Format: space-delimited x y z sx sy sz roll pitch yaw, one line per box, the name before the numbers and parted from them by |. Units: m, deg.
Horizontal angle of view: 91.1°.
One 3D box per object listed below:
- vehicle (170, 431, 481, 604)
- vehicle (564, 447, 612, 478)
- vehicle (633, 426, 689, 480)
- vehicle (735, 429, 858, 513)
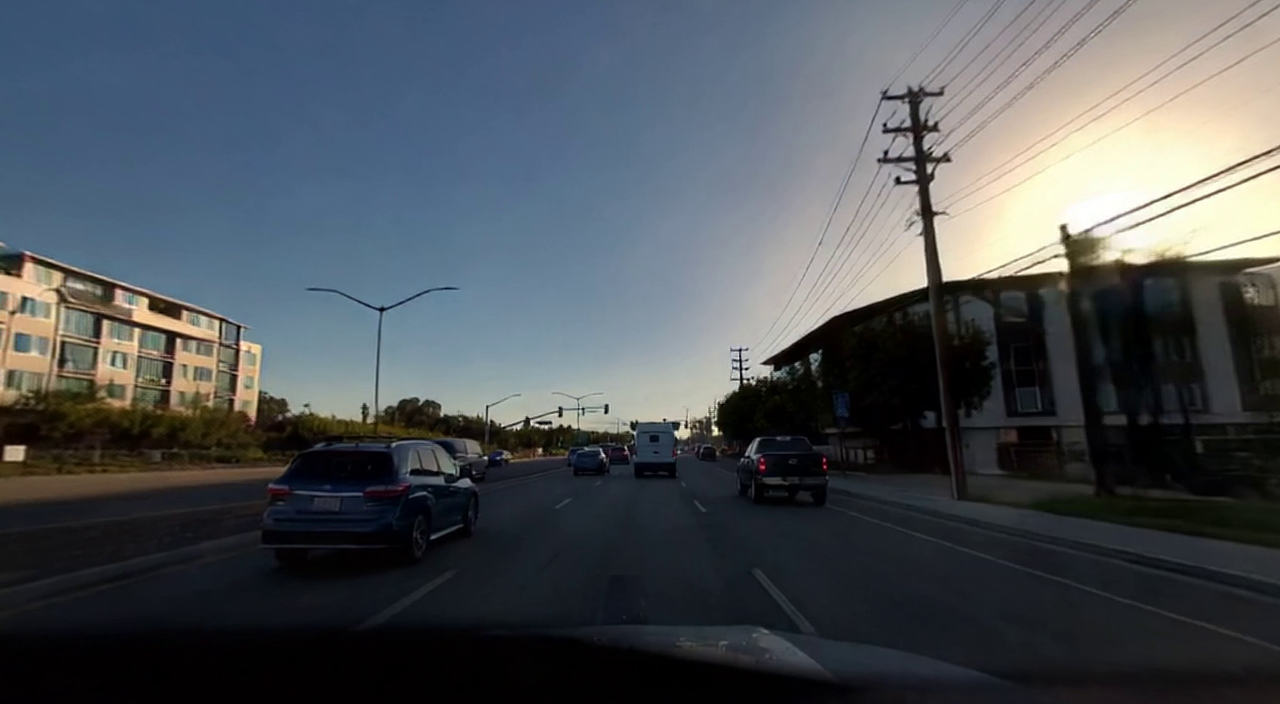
vehicle | -3.537 1.885 8.009 1.934 1.643 3.718 0 -9 1
vehicle | -2.714 5.898 33.858 1.984 1.567 4.311 -1 -9 4
vehicle | 1.170 5.062 31.558 2.457 2.440 5.486 -1 -9 5
vehicle | 3.970 3.100 16.828 2.283 1.923 4.427 0 -9 2
